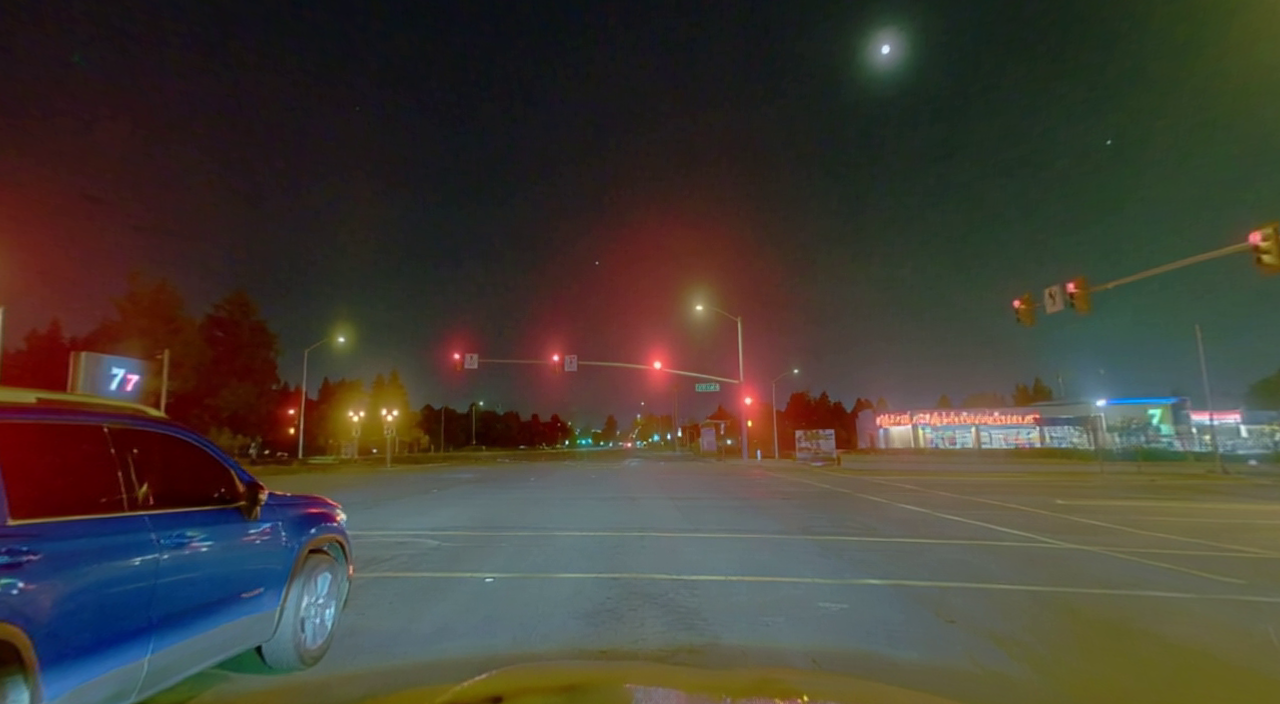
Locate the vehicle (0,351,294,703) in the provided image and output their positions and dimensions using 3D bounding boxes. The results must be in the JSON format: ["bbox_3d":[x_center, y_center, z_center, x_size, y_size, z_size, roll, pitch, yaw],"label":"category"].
[{"bbox_3d":[-3.421,0.803,2.040,2.053,1.690,4.364,0,-9,1],"label":"vehicle"}]

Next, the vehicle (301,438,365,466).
[{"bbox_3d":[-20.438,6.680,42.146,2.004,1.699,4.486,0,-9,1],"label":"vehicle"}]
